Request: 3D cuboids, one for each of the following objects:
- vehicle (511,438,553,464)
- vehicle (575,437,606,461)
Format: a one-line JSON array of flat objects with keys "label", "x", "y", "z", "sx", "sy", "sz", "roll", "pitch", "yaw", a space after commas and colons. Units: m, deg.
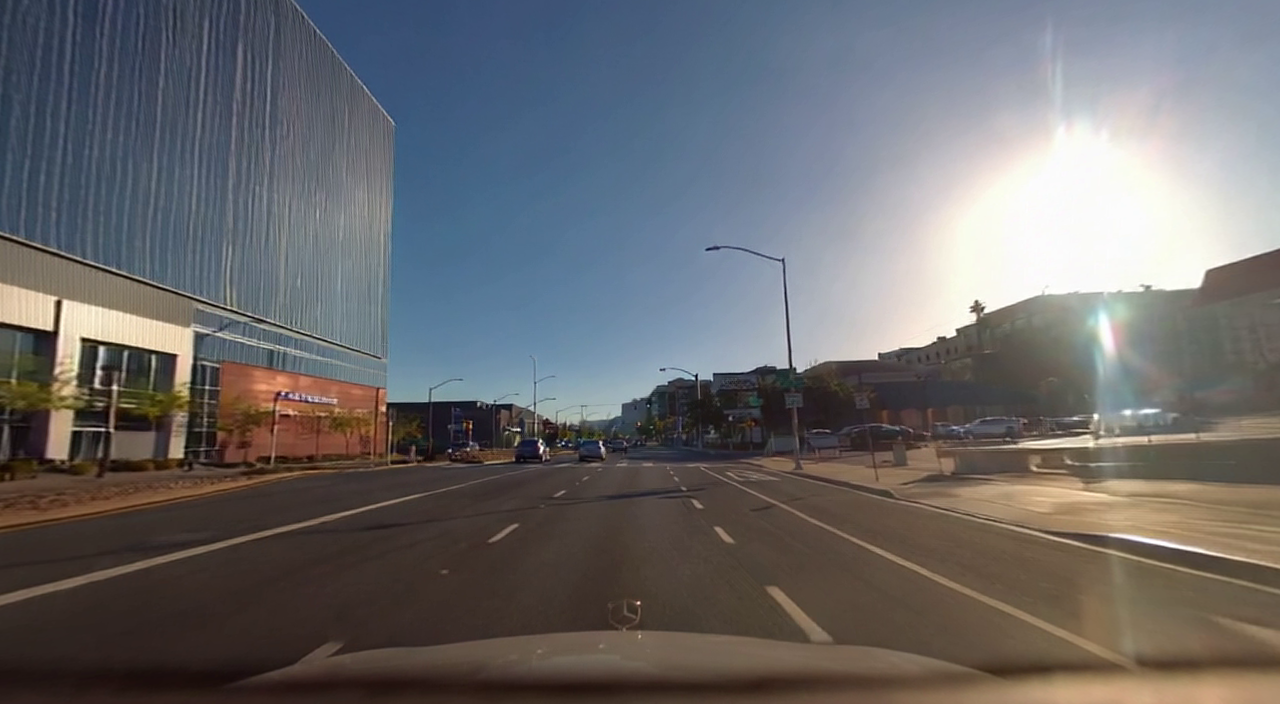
[{"label": "vehicle", "x": -6.975, "y": 6.444, "z": 41.366, "sx": 1.909, "sy": 1.605, "sz": 4.561, "roll": 0, "pitch": -8, "yaw": 1}, {"label": "vehicle", "x": -3.789, "y": 7.514, "z": 49.030, "sx": 2.052, "sy": 1.729, "sz": 4.195, "roll": 0, "pitch": -8, "yaw": 0}]
